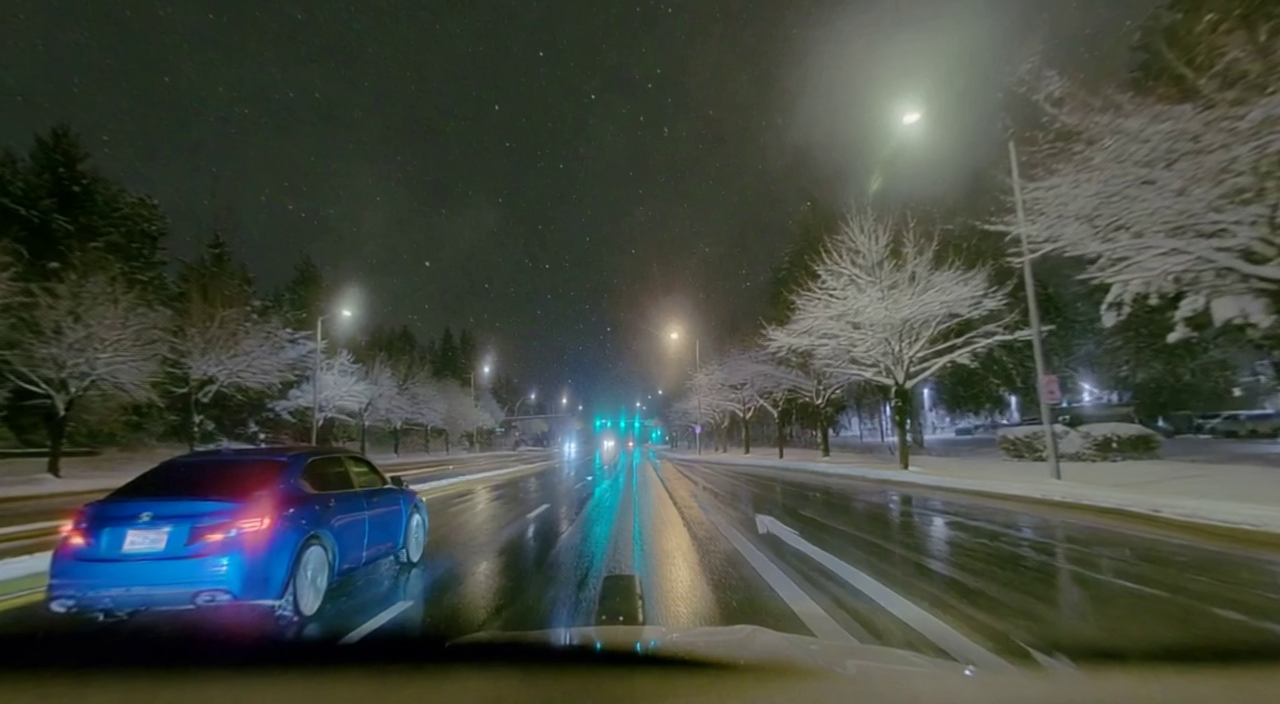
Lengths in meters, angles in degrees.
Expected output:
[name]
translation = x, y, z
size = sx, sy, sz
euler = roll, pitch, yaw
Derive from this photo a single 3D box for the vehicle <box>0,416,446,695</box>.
[vehicle]
translation = -3.322, 1.386, 5.472
size = 1.964, 1.472, 4.078
euler = 0, -8, 0
